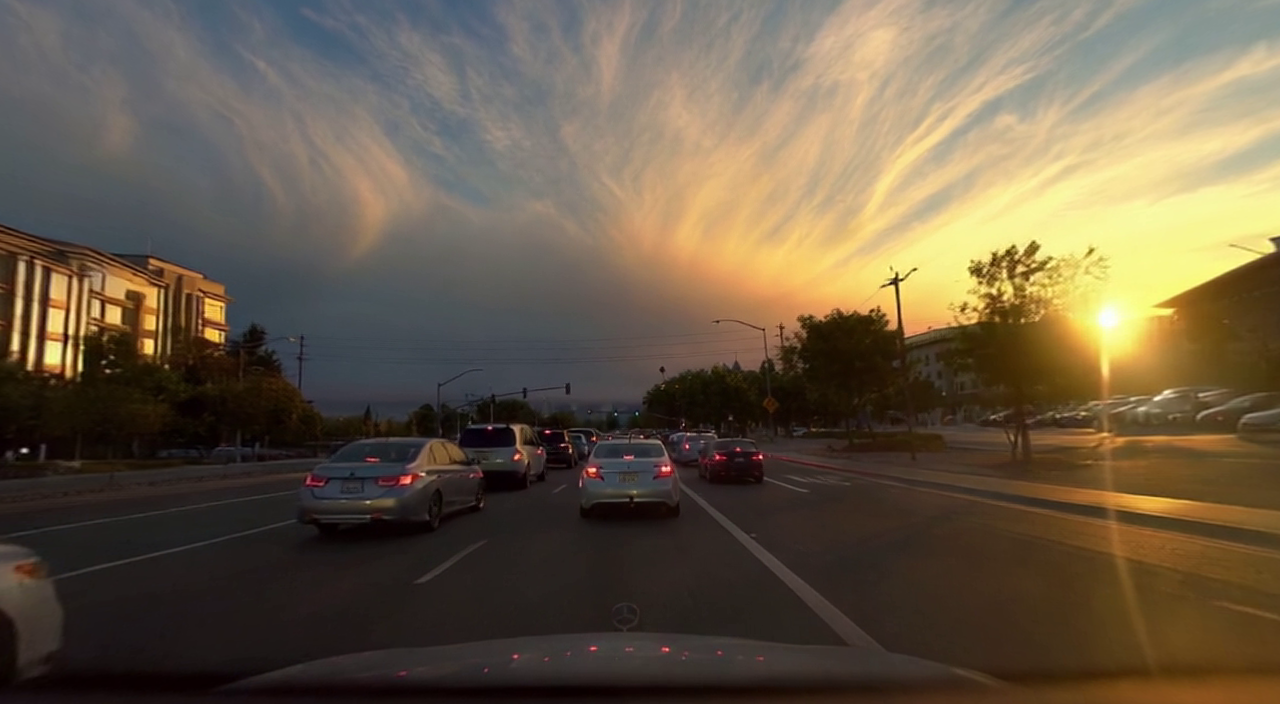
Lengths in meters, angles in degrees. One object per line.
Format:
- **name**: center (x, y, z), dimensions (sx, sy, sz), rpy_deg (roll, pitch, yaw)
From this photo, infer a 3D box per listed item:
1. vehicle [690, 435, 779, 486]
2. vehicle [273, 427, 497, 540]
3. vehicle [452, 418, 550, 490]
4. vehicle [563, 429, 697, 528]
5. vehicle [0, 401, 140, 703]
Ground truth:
- **vehicle**: center (2.857, 3.395, 20.133), dimensions (1.978, 1.452, 4.381), rpy_deg (0, -8, -2)
- **vehicle**: center (-3.863, 2.057, 10.529), dimensions (1.985, 1.467, 4.224), rpy_deg (0, -8, 0)
- **vehicle**: center (-4.013, 3.029, 19.057), dimensions (2.054, 1.881, 4.469), rpy_deg (0, -8, -2)
- **vehicle**: center (-0.203, 2.196, 11.566), dimensions (2.007, 1.467, 4.059), rpy_deg (0, -8, -2)
- **vehicle**: center (-3.717, 0.734, 1.161), dimensions (2.052, 1.475, 4.341), rpy_deg (0, -8, 0)
